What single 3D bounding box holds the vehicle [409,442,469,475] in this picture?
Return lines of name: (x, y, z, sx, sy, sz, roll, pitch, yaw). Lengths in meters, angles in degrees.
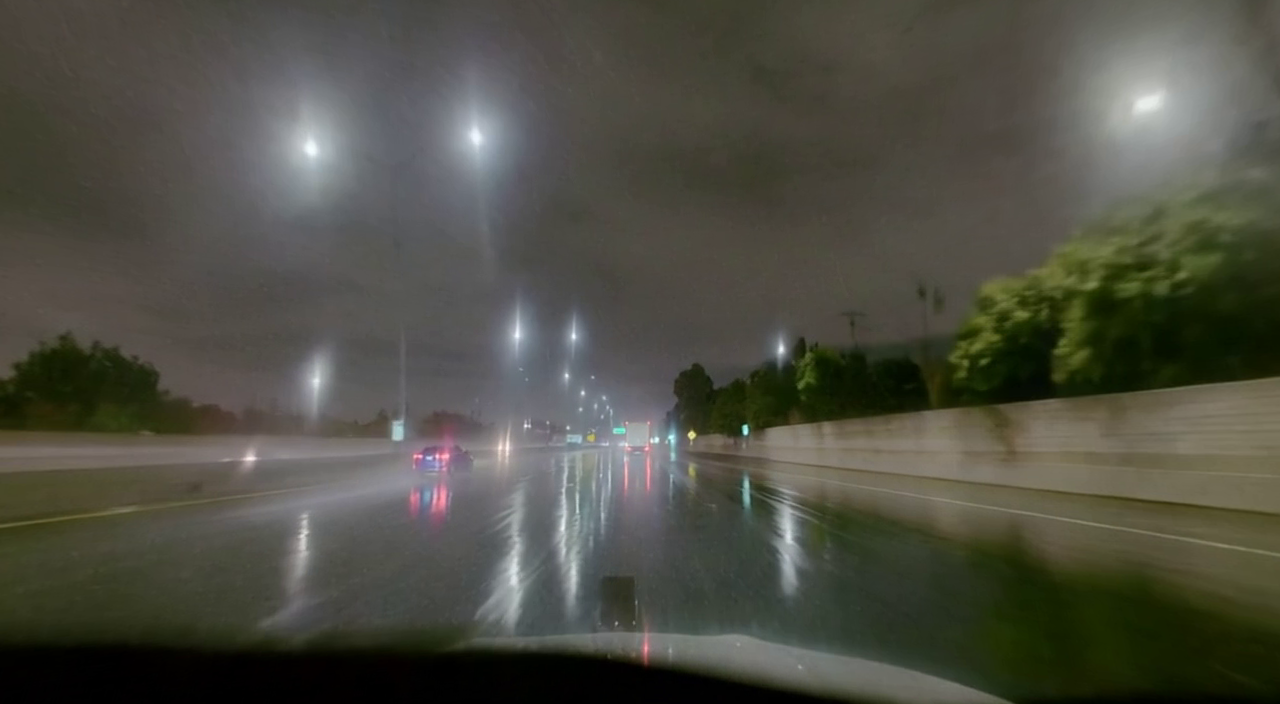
vehicle: (-10.750, 5.716, 34.084, 1.897, 1.653, 4.113, 0, -9, 0)
